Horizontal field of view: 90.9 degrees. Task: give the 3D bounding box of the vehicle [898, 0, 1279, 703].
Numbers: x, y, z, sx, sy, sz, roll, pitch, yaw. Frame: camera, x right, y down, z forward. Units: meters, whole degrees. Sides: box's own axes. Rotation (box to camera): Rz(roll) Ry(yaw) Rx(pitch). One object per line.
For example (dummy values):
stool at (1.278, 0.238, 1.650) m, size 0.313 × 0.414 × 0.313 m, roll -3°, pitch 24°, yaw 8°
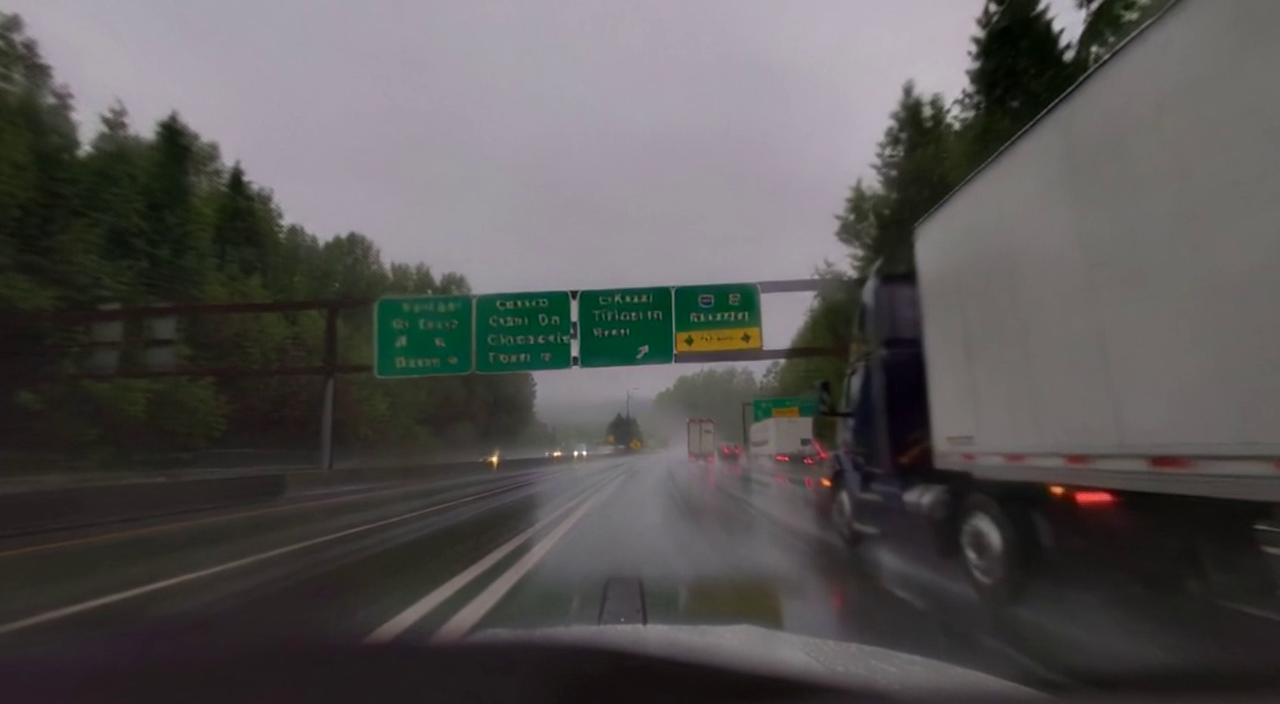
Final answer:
vehicle at (4.522, -0.023, 3.984) m, size 3.024 × 3.913 × 6.159 m, roll 0°, pitch -9°, yaw 0°
